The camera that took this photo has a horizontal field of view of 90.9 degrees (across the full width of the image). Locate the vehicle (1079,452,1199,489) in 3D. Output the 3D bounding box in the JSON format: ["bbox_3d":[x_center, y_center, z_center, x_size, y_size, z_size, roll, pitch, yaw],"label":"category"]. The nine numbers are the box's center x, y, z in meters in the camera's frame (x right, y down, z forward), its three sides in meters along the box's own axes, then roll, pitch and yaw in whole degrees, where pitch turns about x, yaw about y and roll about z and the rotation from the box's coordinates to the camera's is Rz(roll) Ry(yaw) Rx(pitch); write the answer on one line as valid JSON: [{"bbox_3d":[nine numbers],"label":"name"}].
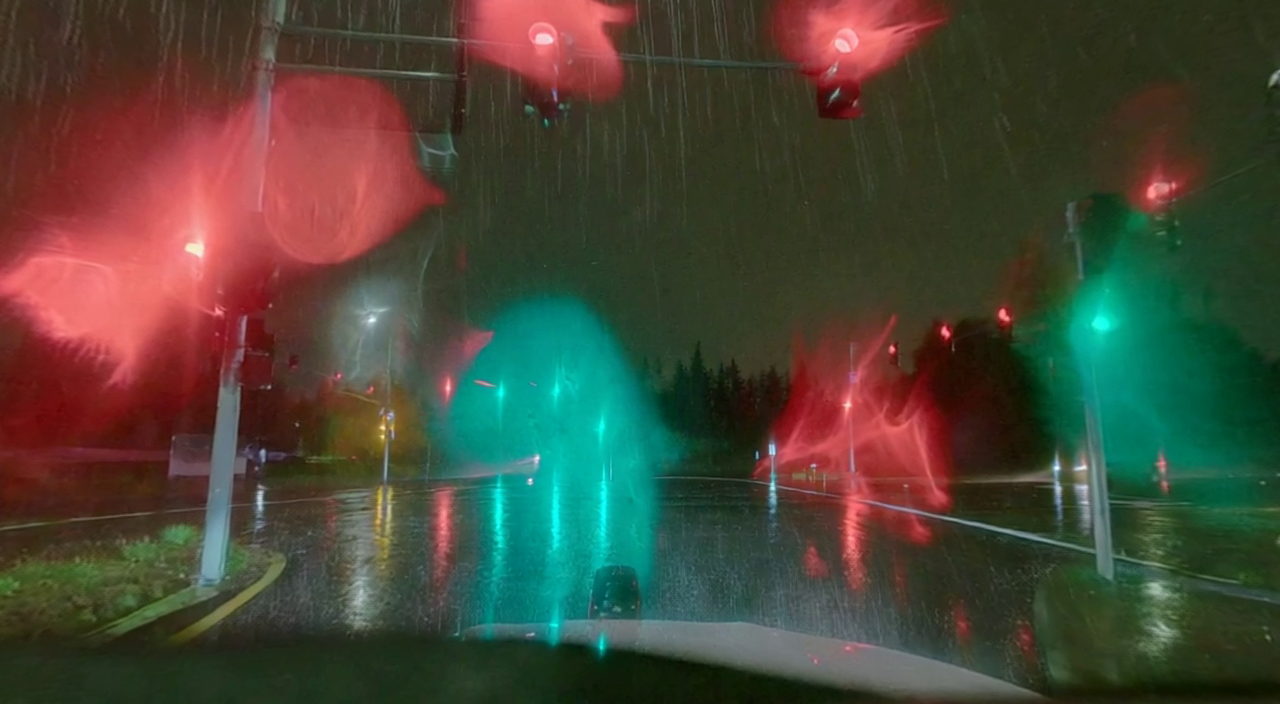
[{"bbox_3d":[23.038,5.483,29.167,3.998,1.590,1.936,1,-11,-6],"label":"vehicle"}]
